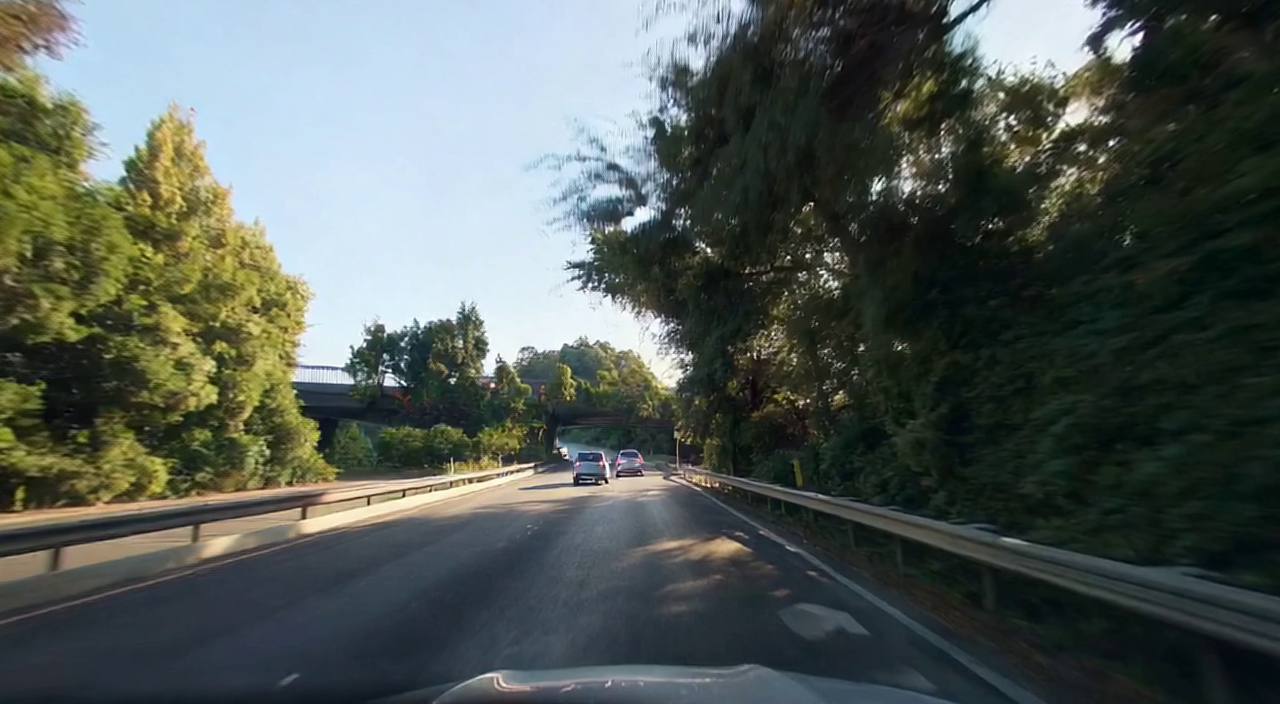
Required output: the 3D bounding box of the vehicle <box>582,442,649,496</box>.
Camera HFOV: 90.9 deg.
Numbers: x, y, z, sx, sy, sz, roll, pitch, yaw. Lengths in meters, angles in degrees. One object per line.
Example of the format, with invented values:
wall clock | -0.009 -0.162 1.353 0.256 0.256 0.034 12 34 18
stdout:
vehicle | -0.859 3.862 21.103 2.037 1.601 3.643 0 -9 -3
